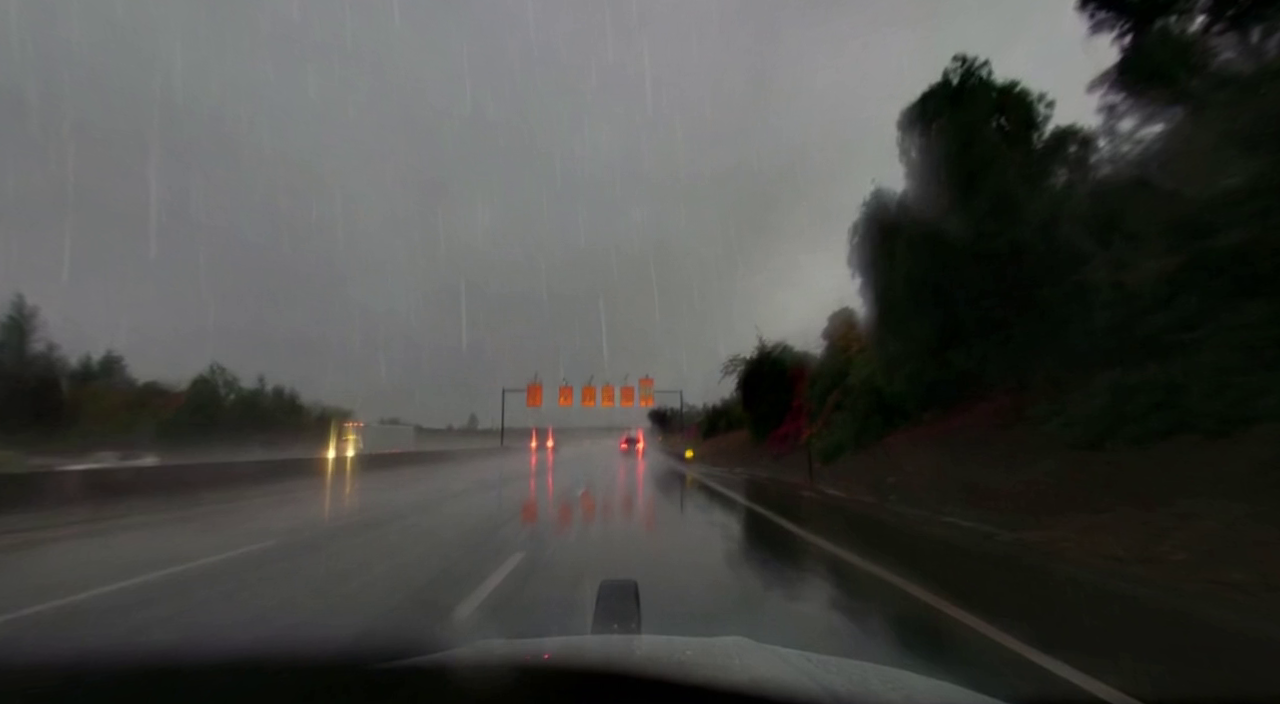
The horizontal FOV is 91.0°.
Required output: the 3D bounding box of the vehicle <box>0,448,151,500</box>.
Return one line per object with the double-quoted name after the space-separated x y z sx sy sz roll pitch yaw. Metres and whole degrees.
-22.432 4.756 25.074 2.111 1.806 4.729 0 -8 -1 "vehicle"
